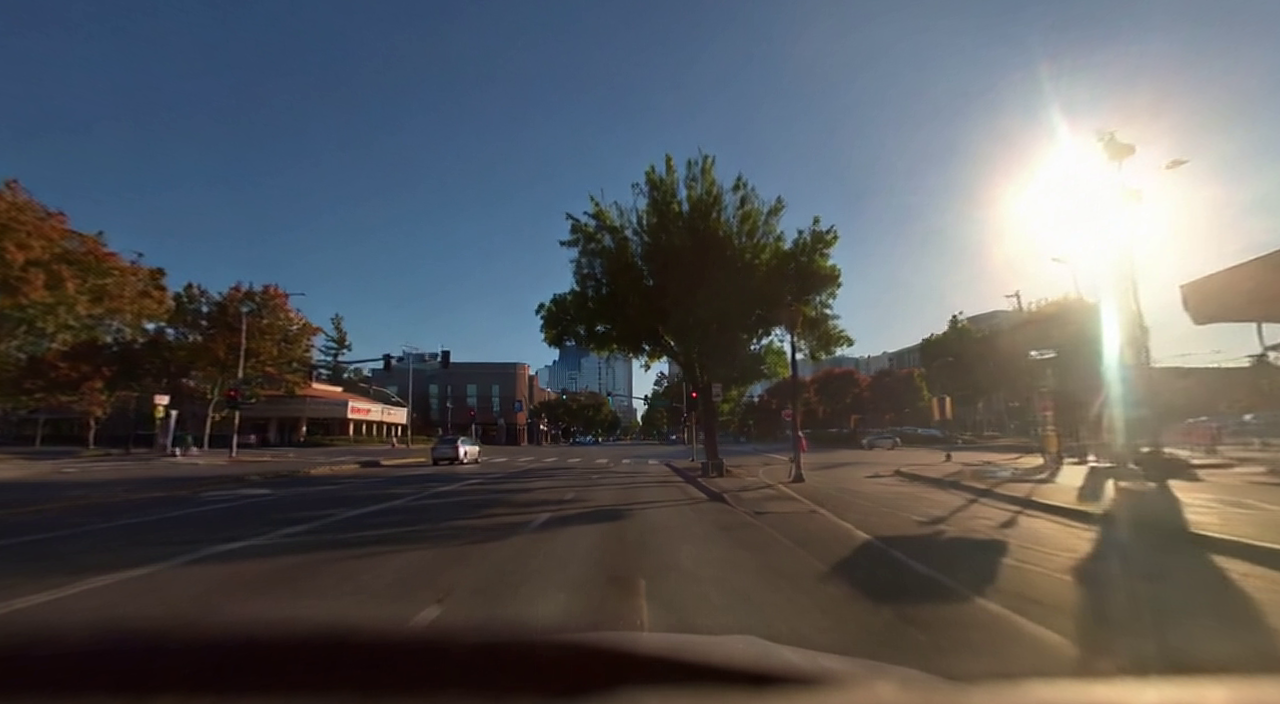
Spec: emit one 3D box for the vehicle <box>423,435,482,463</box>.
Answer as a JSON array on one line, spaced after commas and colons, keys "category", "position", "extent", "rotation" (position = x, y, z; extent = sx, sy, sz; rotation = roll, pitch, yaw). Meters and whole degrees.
[{"category": "vehicle", "position": [-10.737, 5.615, 36.493], "extent": [1.924, 1.502, 4.727], "rotation": [0, -9, 1]}]
